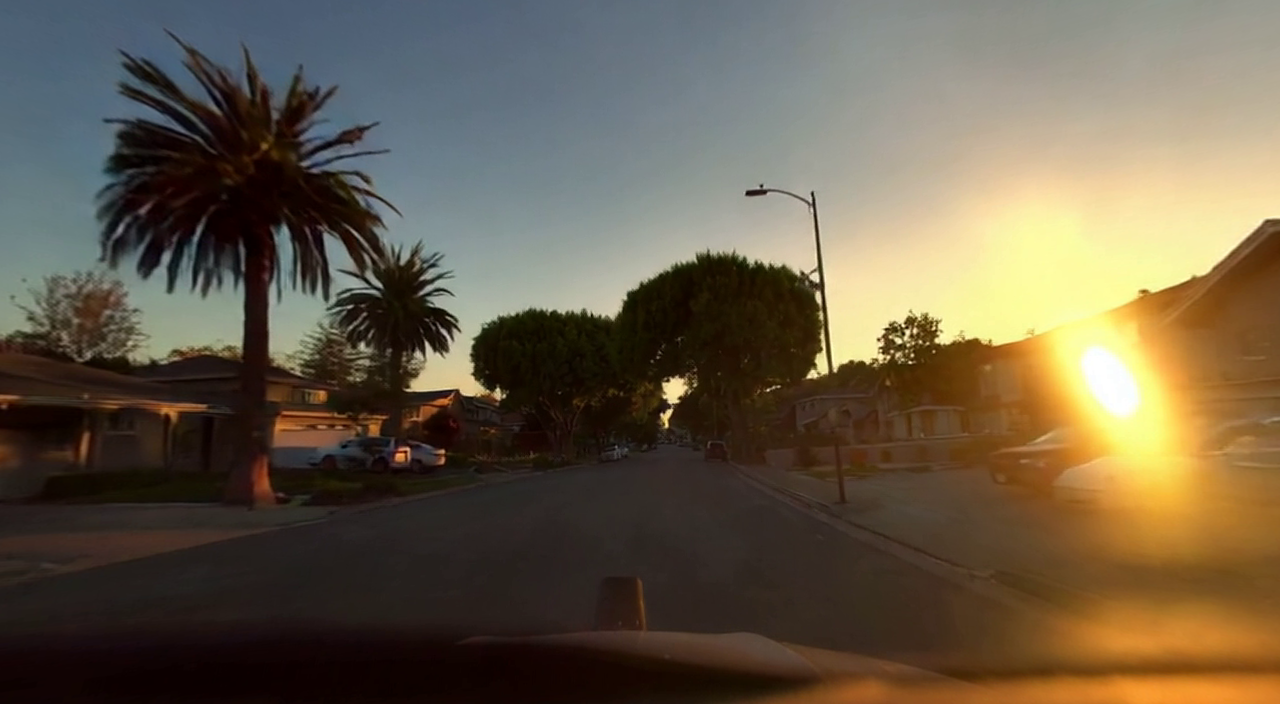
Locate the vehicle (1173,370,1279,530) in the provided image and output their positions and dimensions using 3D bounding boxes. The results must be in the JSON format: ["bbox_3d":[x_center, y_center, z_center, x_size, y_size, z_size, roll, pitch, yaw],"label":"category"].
[{"bbox_3d":[10.184,1.241,8.026,5.050,1.896,2.041,1,-8,-5],"label":"vehicle"}]

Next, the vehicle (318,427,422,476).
[{"bbox_3d":[-12.689,4.741,29.786,3.918,1.719,1.988,-3,-21,0],"label":"vehicle"}]

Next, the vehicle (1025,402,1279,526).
[{"bbox_3d":[9.418,1.821,10.556,4.606,1.818,2.054,1,-8,-5],"label":"vehicle"}]
